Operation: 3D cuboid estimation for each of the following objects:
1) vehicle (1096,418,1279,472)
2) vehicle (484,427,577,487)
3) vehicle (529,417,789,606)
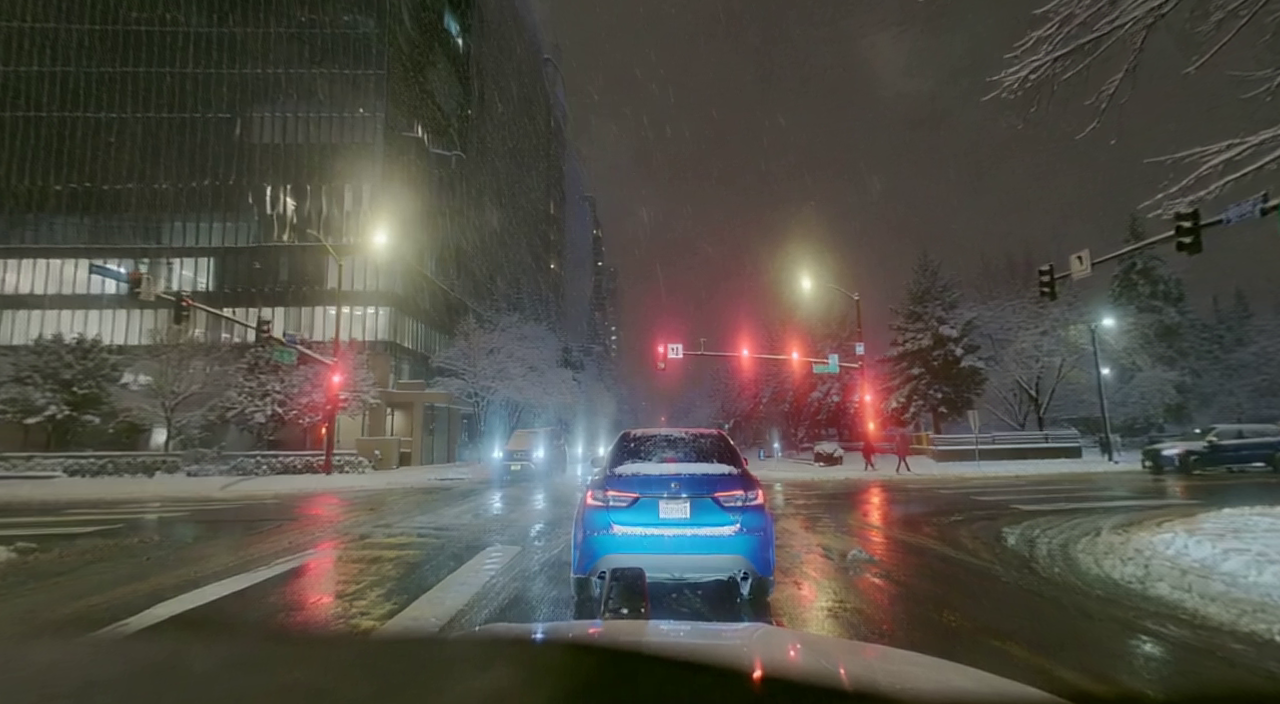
[{"bbox_3d":[19.174,3.268,22.216,4.675,1.772,1.945,0,-8,-1],"label":"vehicle"},{"bbox_3d":[-3.838,3.821,23.250,2.317,1.924,5.518,0,-8,1],"label":"vehicle"},{"bbox_3d":[-0.135,1.644,7.491,1.893,1.532,4.145,2,-9,-16],"label":"vehicle"}]
